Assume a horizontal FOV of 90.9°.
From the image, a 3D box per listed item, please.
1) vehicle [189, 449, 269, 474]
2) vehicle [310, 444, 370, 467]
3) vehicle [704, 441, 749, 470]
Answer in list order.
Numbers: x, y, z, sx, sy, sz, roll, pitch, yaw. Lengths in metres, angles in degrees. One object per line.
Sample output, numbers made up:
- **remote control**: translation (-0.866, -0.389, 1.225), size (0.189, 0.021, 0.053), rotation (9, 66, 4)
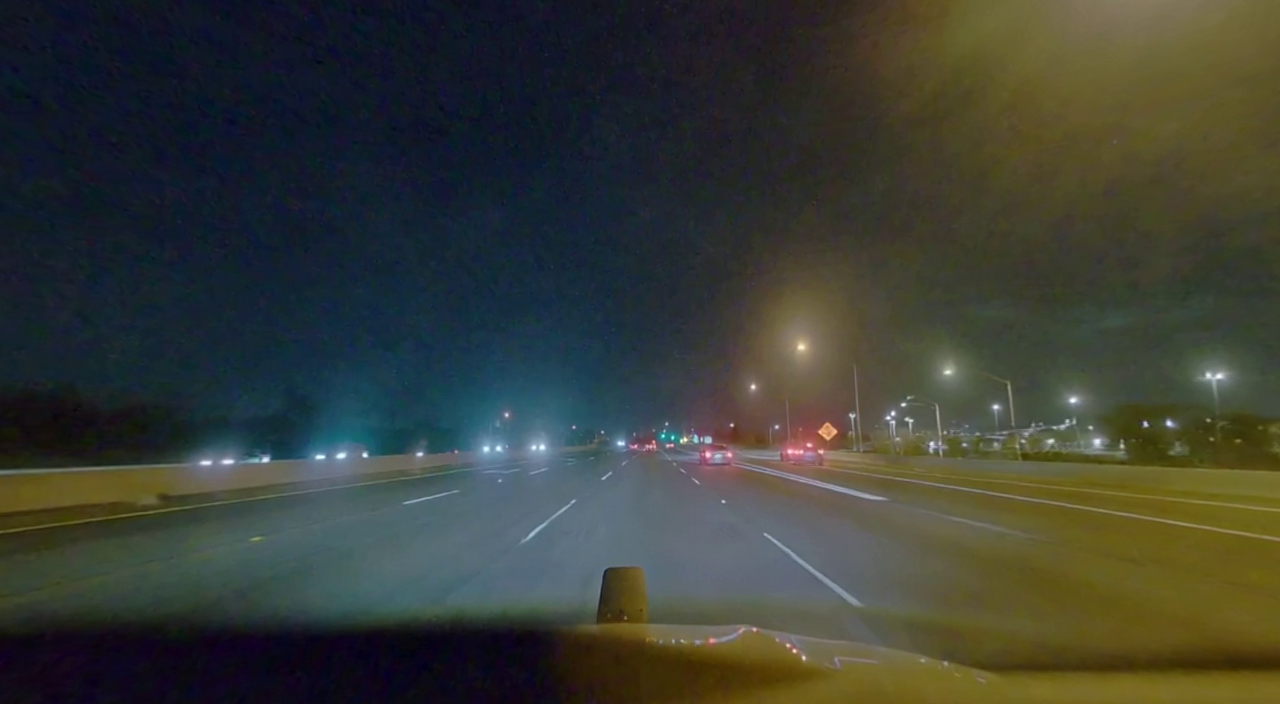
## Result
- **vehicle**: translation (-25.518, 6.806, 39.329), size (1.912, 1.445, 4.440), rotation (0, -8, 1)
- **vehicle**: translation (-20.886, 7.189, 44.101), size (1.849, 1.496, 4.578), rotation (0, -8, 1)
- **vehicle**: translation (4.790, 5.788, 35.481), size (1.912, 1.478, 4.125), rotation (0, -8, 0)
